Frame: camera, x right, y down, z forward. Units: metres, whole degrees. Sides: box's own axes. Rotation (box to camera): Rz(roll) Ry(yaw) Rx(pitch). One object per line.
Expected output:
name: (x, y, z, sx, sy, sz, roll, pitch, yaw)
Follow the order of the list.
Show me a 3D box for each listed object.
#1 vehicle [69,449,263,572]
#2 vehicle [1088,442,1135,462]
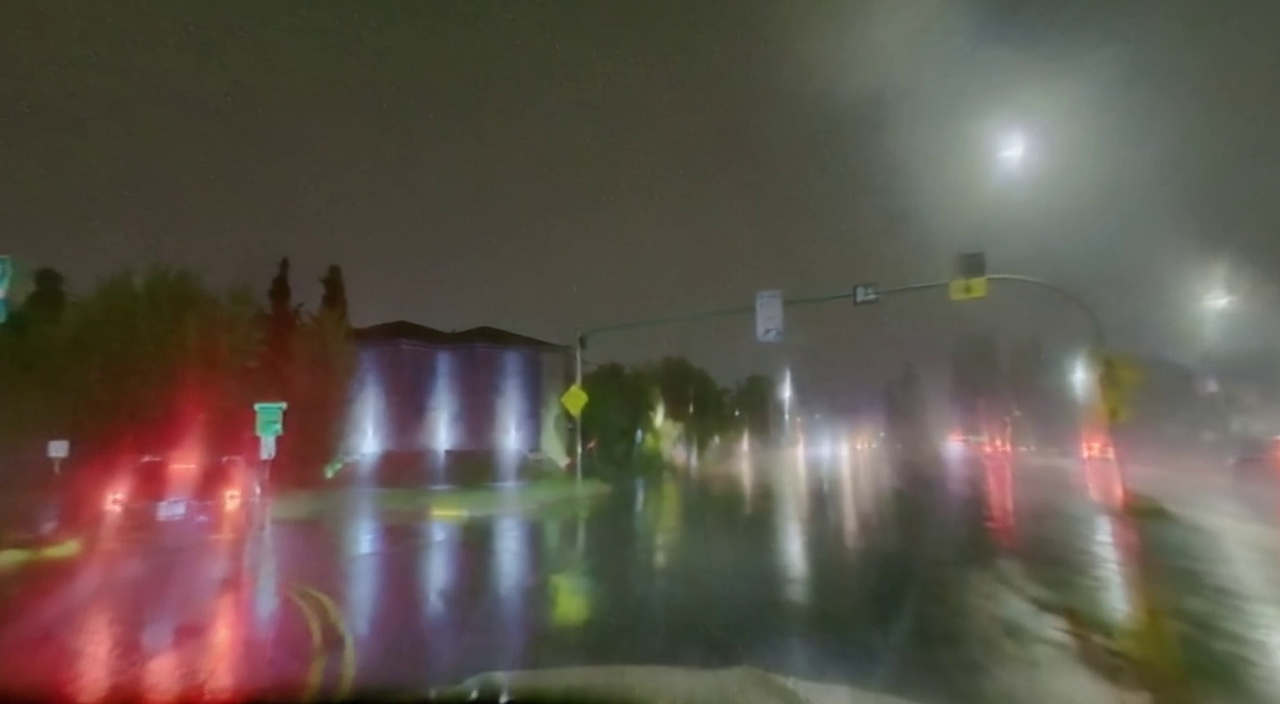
vehicle: (-7.455, 2.358, 10.119, 2.014, 1.525, 3.670, 5, -11, -34)
vehicle: (36.222, 7.657, 48.217, 1.931, 1.475, 4.092, -5, -10, 24)
